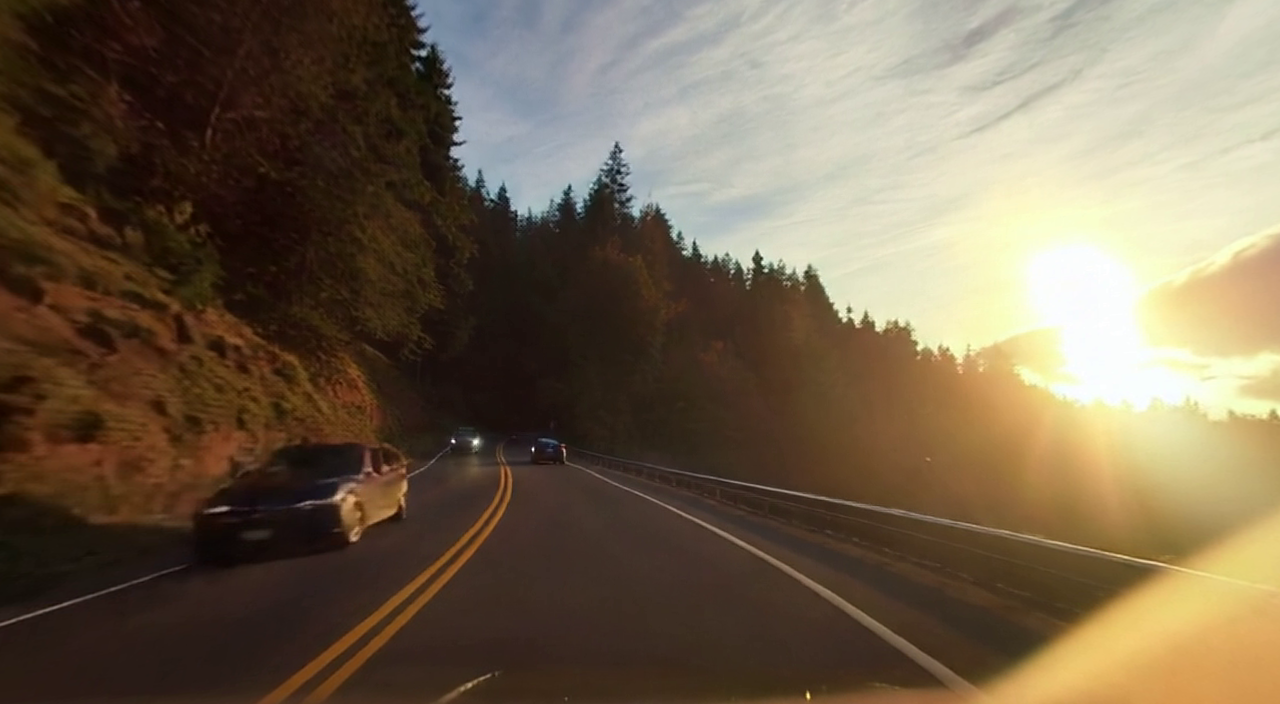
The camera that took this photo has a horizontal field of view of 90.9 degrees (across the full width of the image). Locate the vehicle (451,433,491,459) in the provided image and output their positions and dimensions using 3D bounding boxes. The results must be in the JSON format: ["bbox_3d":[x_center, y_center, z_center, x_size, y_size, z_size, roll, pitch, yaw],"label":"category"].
[{"bbox_3d":[-10.599,5.956,39.888,2.133,1.526,4.308,2,-9,-12],"label":"vehicle"}]

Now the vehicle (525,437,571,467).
[{"bbox_3d":[-5.012,5.336,33.869,2.120,1.491,4.349,2,-9,-12],"label":"vehicle"}]

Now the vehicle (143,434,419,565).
[{"bbox_3d":[-5.310,2.183,10.279,2.167,1.602,4.548,1,-8,-6],"label":"vehicle"}]
